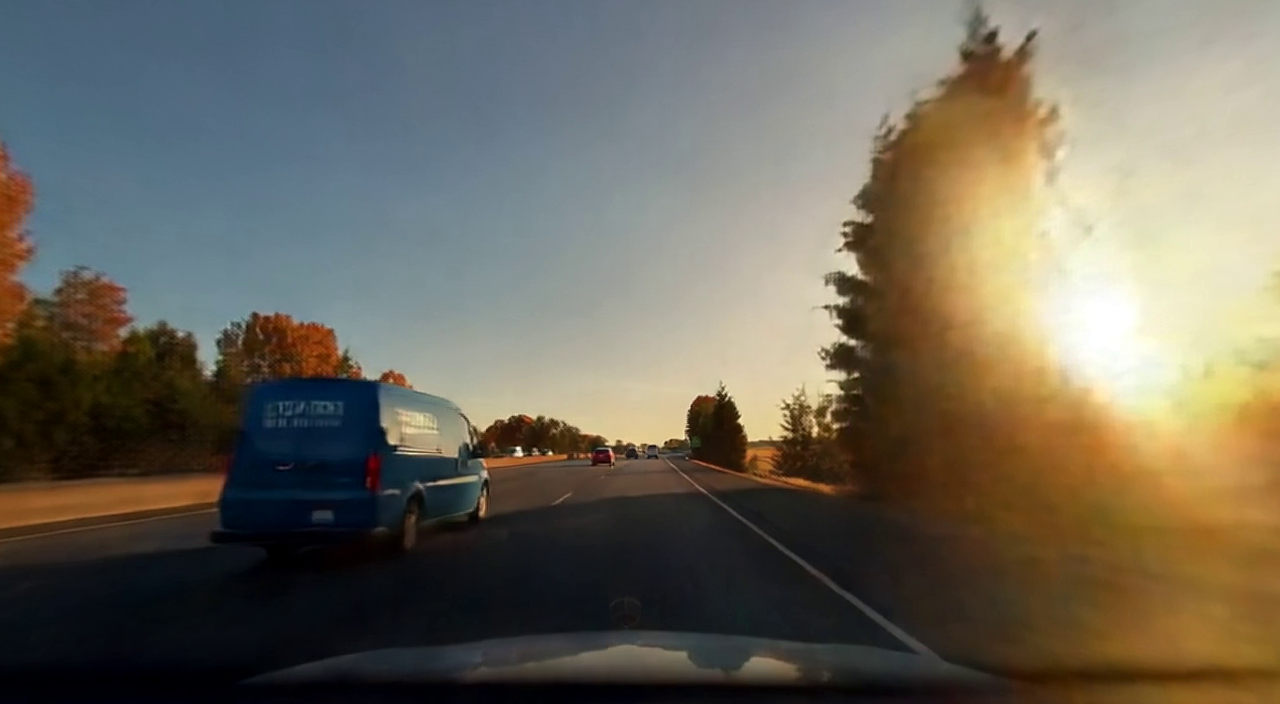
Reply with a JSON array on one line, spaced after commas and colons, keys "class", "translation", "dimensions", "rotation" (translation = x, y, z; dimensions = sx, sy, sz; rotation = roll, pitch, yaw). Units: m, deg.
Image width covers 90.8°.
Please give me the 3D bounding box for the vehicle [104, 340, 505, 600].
[{"class": "vehicle", "translation": [-3.610, 1.446, 8.428], "dimensions": [2.360, 2.367, 5.223], "rotation": [0, -9, 1]}]
